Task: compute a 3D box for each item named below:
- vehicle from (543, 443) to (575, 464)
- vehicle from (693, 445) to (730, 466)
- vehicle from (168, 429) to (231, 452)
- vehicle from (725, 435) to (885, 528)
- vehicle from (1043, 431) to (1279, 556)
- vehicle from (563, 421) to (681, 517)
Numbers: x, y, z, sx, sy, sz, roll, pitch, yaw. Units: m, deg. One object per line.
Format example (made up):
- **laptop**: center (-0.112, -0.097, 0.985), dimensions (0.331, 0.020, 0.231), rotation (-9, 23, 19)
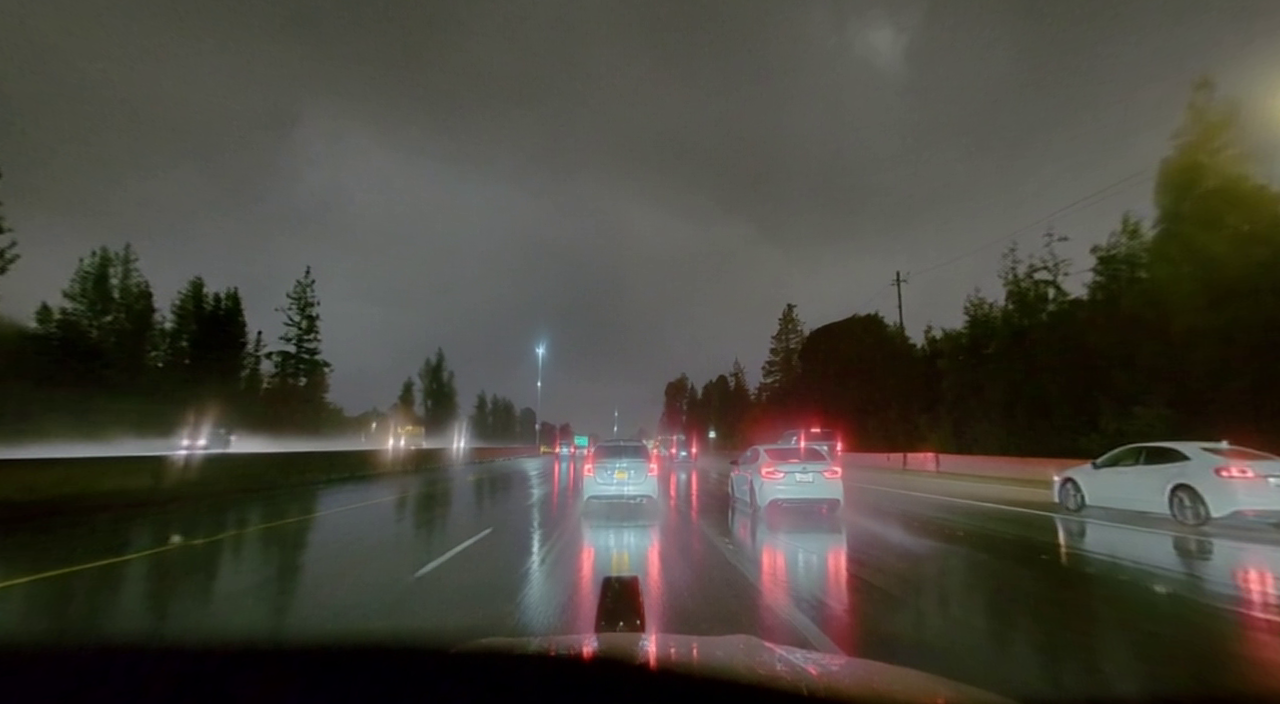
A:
- **vehicle**: center (-6.111, 7.740, 48.066), dimensions (2.023, 1.497, 4.526), rotation (1, -9, -3)
- **vehicle**: center (5.296, 7.745, 47.276), dimensions (1.972, 1.521, 4.498), rotation (1, -9, -4)
- **vehicle**: center (-34.862, 7.069, 49.937), dimensions (1.909, 1.708, 4.396), rotation (1, -9, -3)
- **vehicle**: center (3.043, 2.489, 12.677), dimensions (1.975, 1.532, 4.227), rotation (1, -9, -2)
- **vehicle**: center (9.433, 2.204, 10.453), dimensions (2.106, 1.641, 4.671), rotation (1, -9, -5)
- **vehicle**: center (-0.363, 2.462, 13.640), dimensions (2.181, 1.728, 3.970), rotation (1, -9, -1)
